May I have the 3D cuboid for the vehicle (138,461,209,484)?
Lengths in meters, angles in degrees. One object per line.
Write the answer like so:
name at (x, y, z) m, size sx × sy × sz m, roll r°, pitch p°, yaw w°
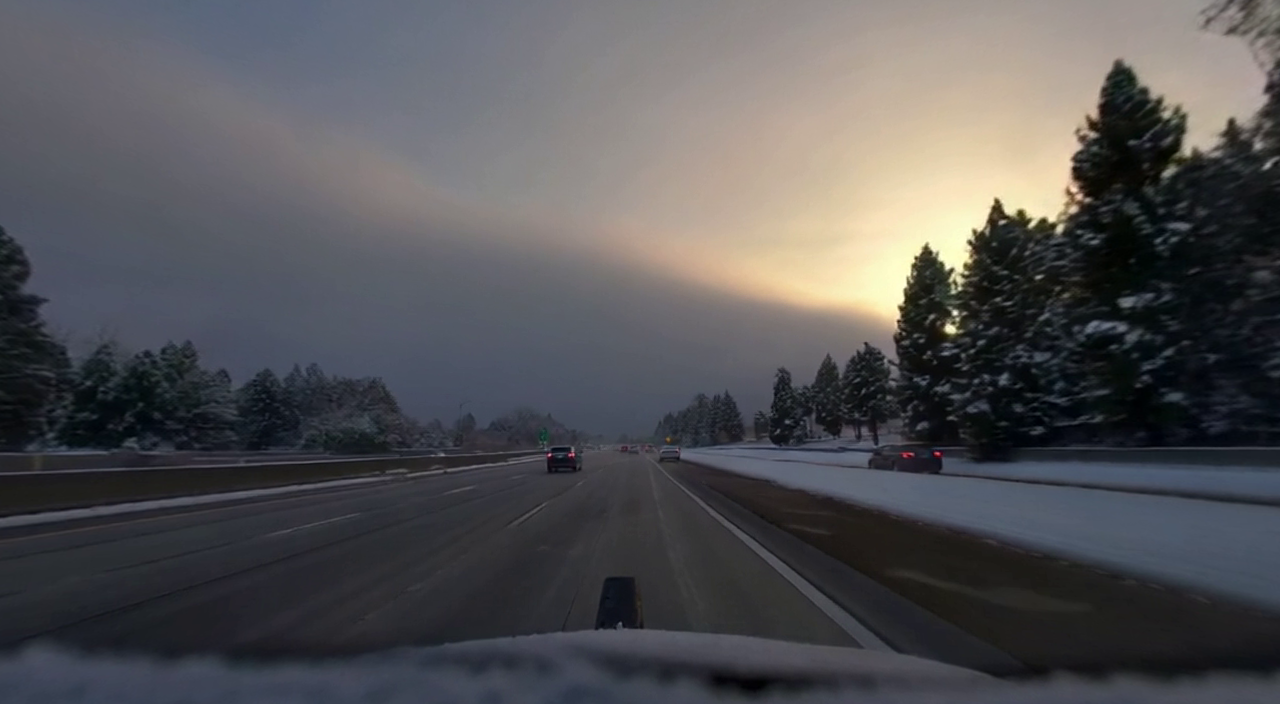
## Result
vehicle at (-34.780, 8.971, 47.282) m, size 1.790 × 1.457 × 4.736 m, roll 0°, pitch -9°, yaw -1°

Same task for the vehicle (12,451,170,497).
vehicle at (-20.070, 4.441, 23.414) m, size 1.833 × 1.519 × 4.471 m, roll 0°, pitch -9°, yaw 0°

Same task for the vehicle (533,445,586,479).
vehicle at (-3.889, 5.383, 31.196) m, size 2.052 × 1.510 × 4.301 m, roll 0°, pitch -9°, yaw 0°

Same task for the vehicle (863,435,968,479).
vehicle at (12.287, 4.728, 28.656) m, size 2.344 × 1.783 × 5.196 m, roll 0°, pitch -9°, yaw -1°
